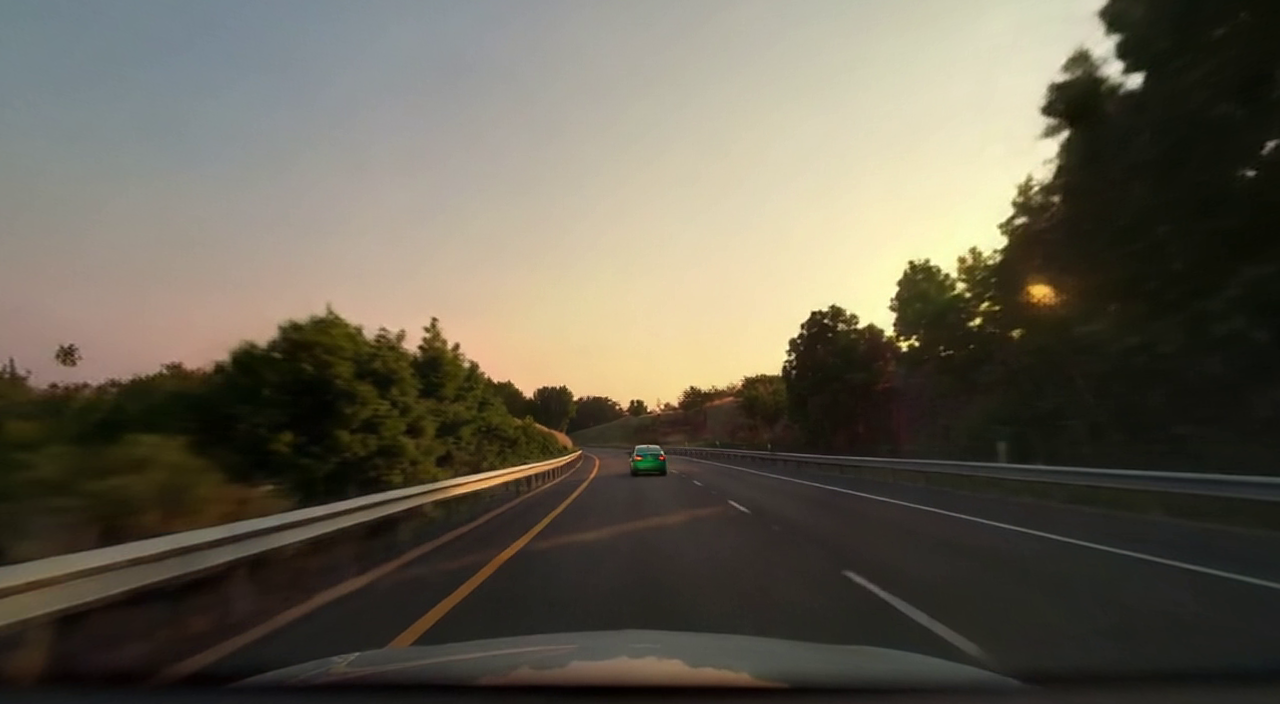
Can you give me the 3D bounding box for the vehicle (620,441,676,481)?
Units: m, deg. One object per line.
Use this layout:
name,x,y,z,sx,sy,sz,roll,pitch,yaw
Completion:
vehicle,0.245,4.482,26.204,2.029,1.474,4.183,0,-9,-3
